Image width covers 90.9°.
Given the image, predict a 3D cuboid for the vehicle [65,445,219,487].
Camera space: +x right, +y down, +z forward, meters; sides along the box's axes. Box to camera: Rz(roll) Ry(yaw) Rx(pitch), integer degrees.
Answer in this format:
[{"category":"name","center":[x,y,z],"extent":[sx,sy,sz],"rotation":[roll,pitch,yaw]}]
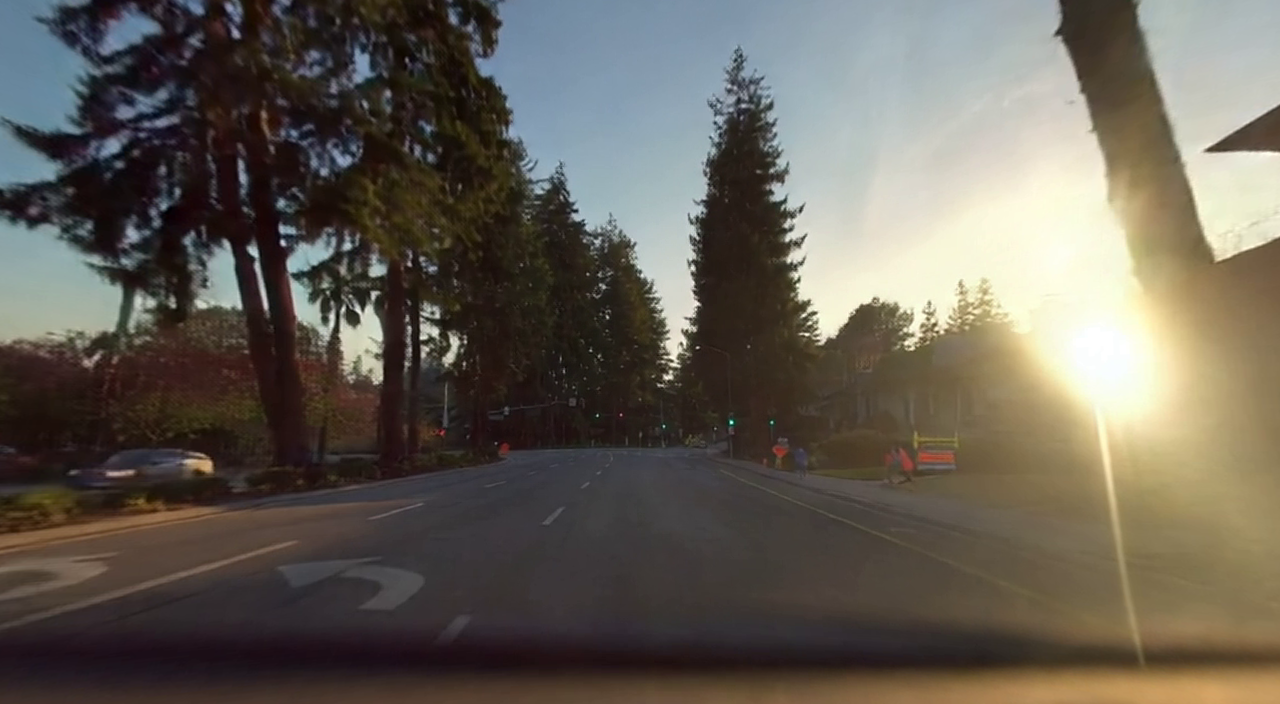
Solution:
[{"category":"vehicle","center":[-19.799,4.513,25.422],"extent":[2.042,1.484,4.950],"rotation":[0,-8,2]}]
